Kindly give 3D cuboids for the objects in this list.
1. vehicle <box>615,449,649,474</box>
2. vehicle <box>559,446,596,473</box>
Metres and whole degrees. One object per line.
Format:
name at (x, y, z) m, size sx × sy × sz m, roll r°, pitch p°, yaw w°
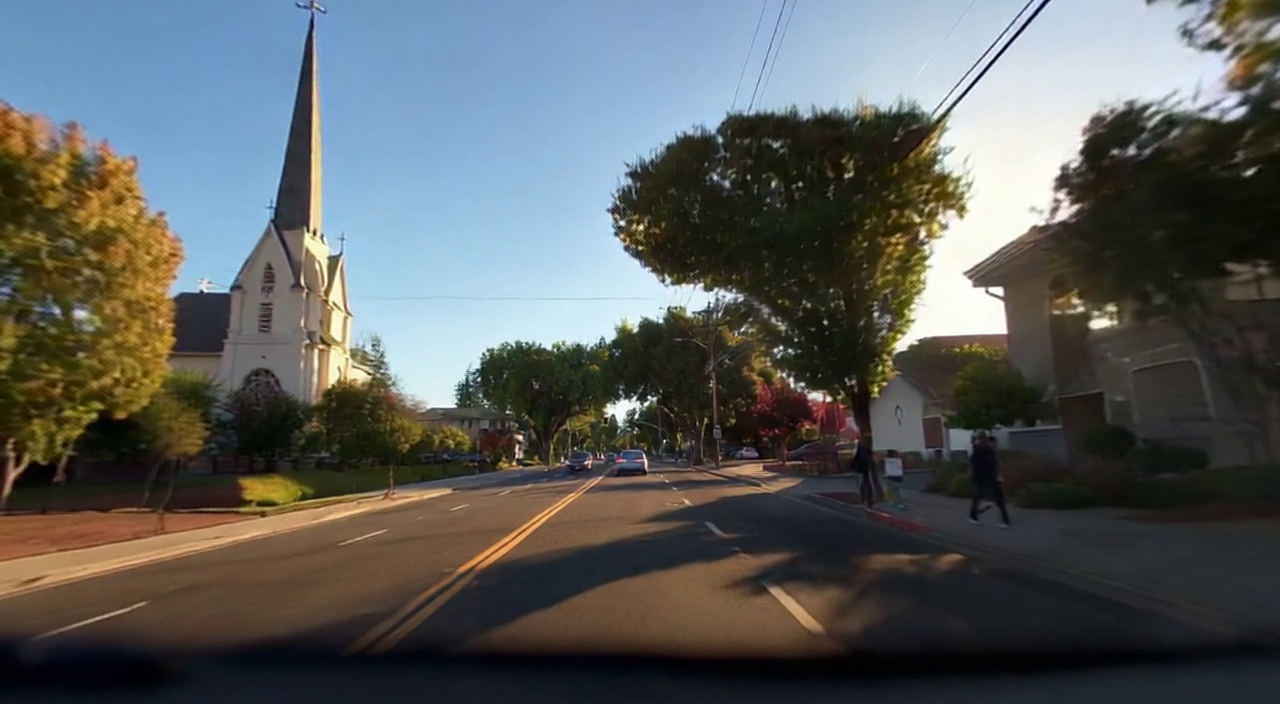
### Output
vehicle at (-0.518, 6.929, 40.105) m, size 2.093 × 1.497 × 4.010 m, roll 0°, pitch -9°, yaw -1°
vehicle at (-4.688, 8.158, 47.828) m, size 2.212 × 1.906 × 4.958 m, roll -1°, pitch -9°, yaw 2°
